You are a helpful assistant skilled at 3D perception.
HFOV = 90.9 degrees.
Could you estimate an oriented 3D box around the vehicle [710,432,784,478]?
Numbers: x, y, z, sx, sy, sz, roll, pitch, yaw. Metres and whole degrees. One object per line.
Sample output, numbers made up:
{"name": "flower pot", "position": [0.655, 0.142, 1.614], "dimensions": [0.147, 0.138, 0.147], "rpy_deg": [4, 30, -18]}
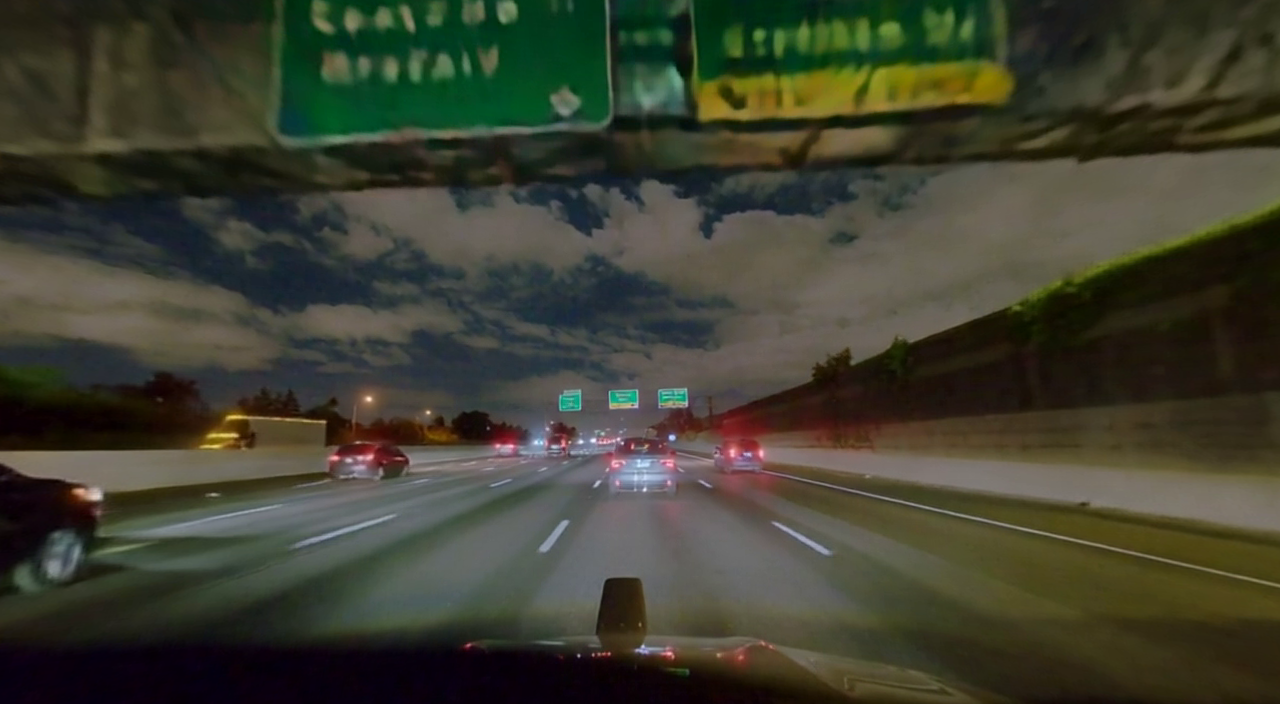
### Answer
{"name": "vehicle", "position": [4.251, 4.161, 25.743], "dimensions": [2.100, 1.707, 4.342], "rpy_deg": [0, -8, -2]}

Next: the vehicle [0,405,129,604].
{"name": "vehicle", "position": [-6.436, 1.170, 4.477], "dimensions": [2.060, 1.669, 4.242], "rpy_deg": [0, -8, -1]}

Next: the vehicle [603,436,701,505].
{"name": "vehicle", "position": [0.197, 2.815, 15.463], "dimensions": [2.042, 1.446, 4.269], "rpy_deg": [0, -8, -1]}

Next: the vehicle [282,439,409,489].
{"name": "vehicle", "position": [-10.058, 3.847, 22.053], "dimensions": [2.019, 1.510, 4.992], "rpy_deg": [0, -8, 0]}
